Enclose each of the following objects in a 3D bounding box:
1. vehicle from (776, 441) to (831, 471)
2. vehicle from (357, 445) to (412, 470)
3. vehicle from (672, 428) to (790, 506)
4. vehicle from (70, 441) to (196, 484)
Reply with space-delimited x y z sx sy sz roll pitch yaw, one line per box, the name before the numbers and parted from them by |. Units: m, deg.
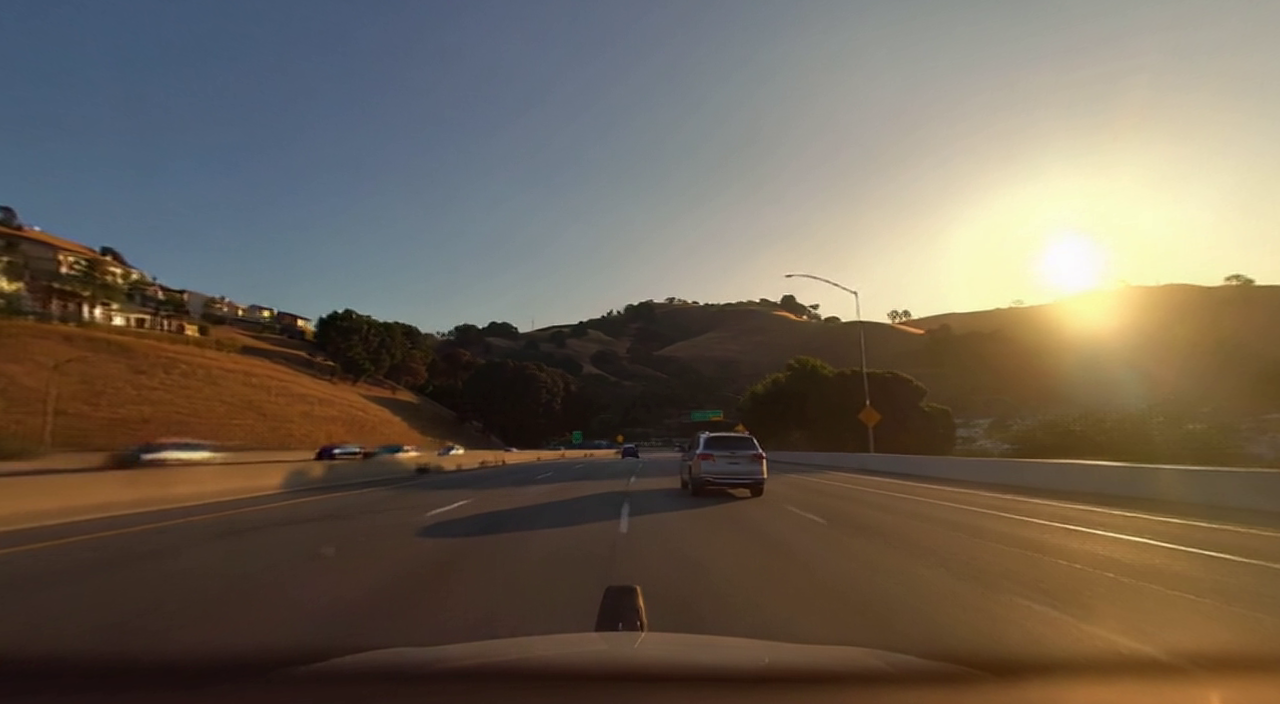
vehicle | 9.909 6.349 38.517 2.043 1.714 4.453 0 -9 -1
vehicle | -19.536 8.026 48.289 2.085 1.789 4.669 0 -8 2
vehicle | 2.213 2.975 16.753 2.318 1.766 4.587 0 -8 -2
vehicle | -23.614 5.132 29.577 1.972 1.860 4.592 0 -9 1
